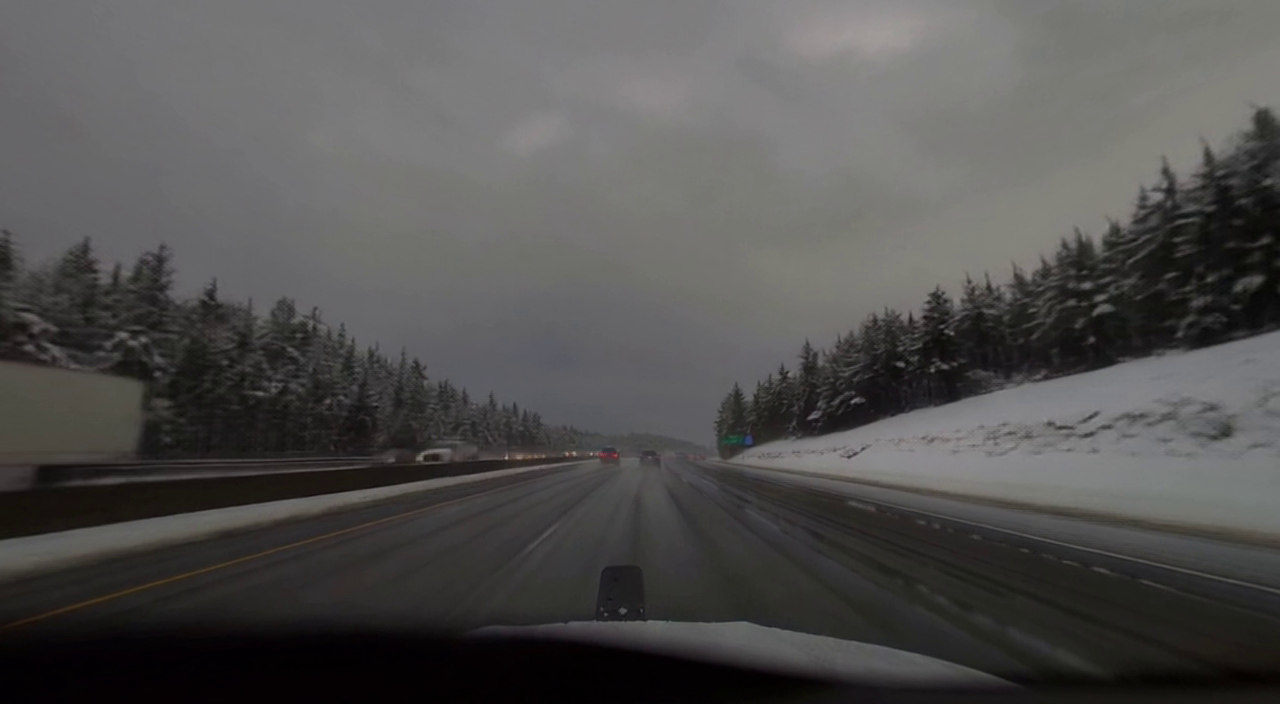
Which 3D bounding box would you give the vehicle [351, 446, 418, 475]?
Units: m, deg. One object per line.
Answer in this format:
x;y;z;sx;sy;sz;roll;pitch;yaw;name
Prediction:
-15.014;6.397;37.338;2.001;1.634;4.519;0;-9;1;vehicle

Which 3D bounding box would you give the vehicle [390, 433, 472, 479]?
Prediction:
-11.159;5.608;34.218;2.570;2.297;5.211;0;-9;1;vehicle

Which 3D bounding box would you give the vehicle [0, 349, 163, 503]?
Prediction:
-18.791;1.761;15.476;2.883;4.113;14.175;0;-9;1;vehicle
